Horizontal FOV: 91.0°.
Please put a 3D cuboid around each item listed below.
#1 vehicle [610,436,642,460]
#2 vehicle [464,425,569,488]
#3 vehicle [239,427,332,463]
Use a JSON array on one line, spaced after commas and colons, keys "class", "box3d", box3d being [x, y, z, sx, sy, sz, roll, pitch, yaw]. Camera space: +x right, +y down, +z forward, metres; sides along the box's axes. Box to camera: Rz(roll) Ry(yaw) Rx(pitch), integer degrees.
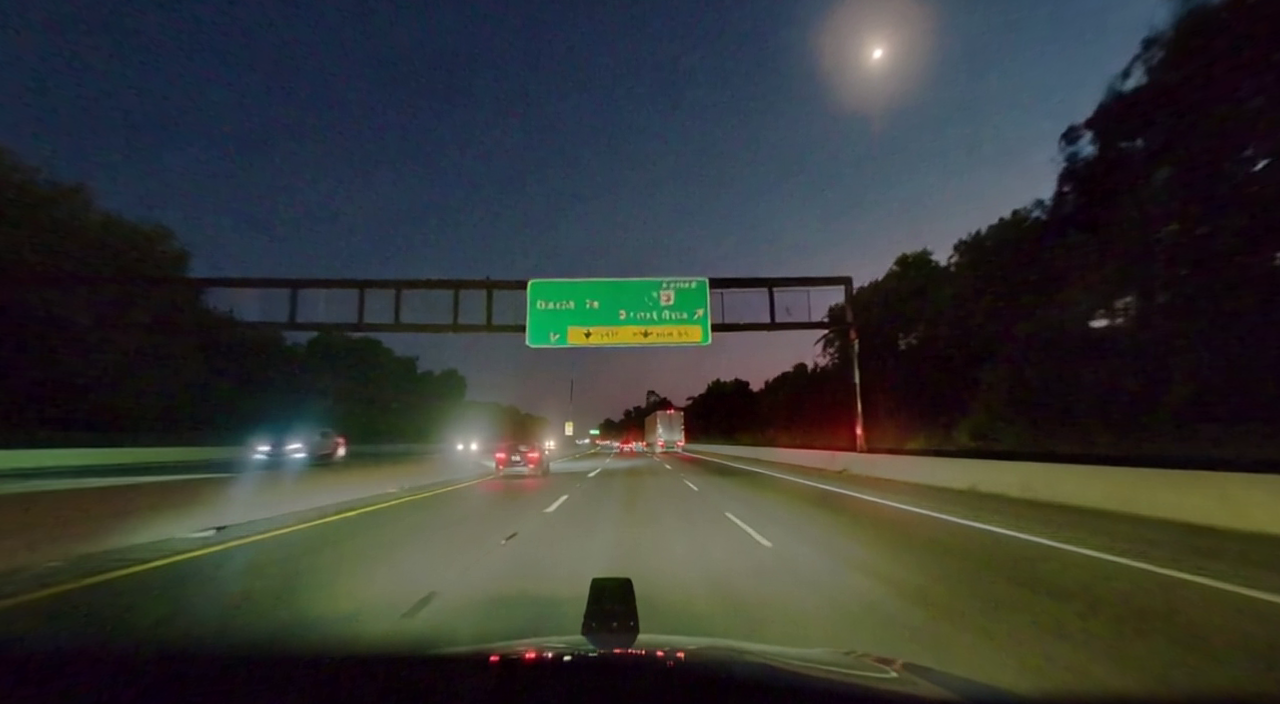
[{"class": "vehicle", "box3d": [-0.956, 6.637, 43.627, 2.125, 1.542, 3.816, 0, -8, -1]}, {"class": "vehicle", "box3d": [-3.740, 3.268, 20.053, 2.377, 1.747, 4.703, 0, -8, 0]}, {"class": "vehicle", "box3d": [-16.575, 4.385, 29.672, 2.000, 1.563, 4.188, 0, -8, -1]}]
